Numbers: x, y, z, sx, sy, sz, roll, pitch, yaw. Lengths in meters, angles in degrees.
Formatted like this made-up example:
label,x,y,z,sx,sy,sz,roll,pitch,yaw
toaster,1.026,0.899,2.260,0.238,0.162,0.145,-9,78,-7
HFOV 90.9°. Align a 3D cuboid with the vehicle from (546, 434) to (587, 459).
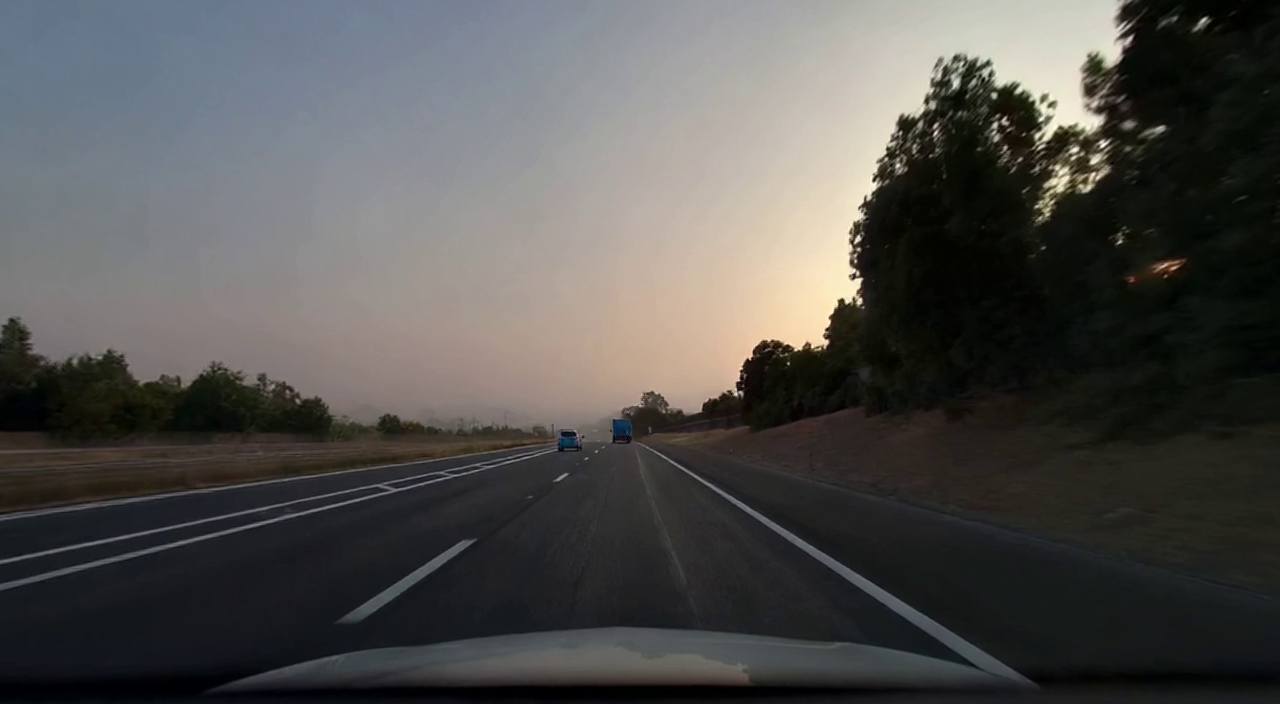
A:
label,x,y,z,sx,sy,sz,roll,pitch,yaw
vehicle,-4.716,6.123,41.207,2.302,1.523,4.383,0,-8,-2
